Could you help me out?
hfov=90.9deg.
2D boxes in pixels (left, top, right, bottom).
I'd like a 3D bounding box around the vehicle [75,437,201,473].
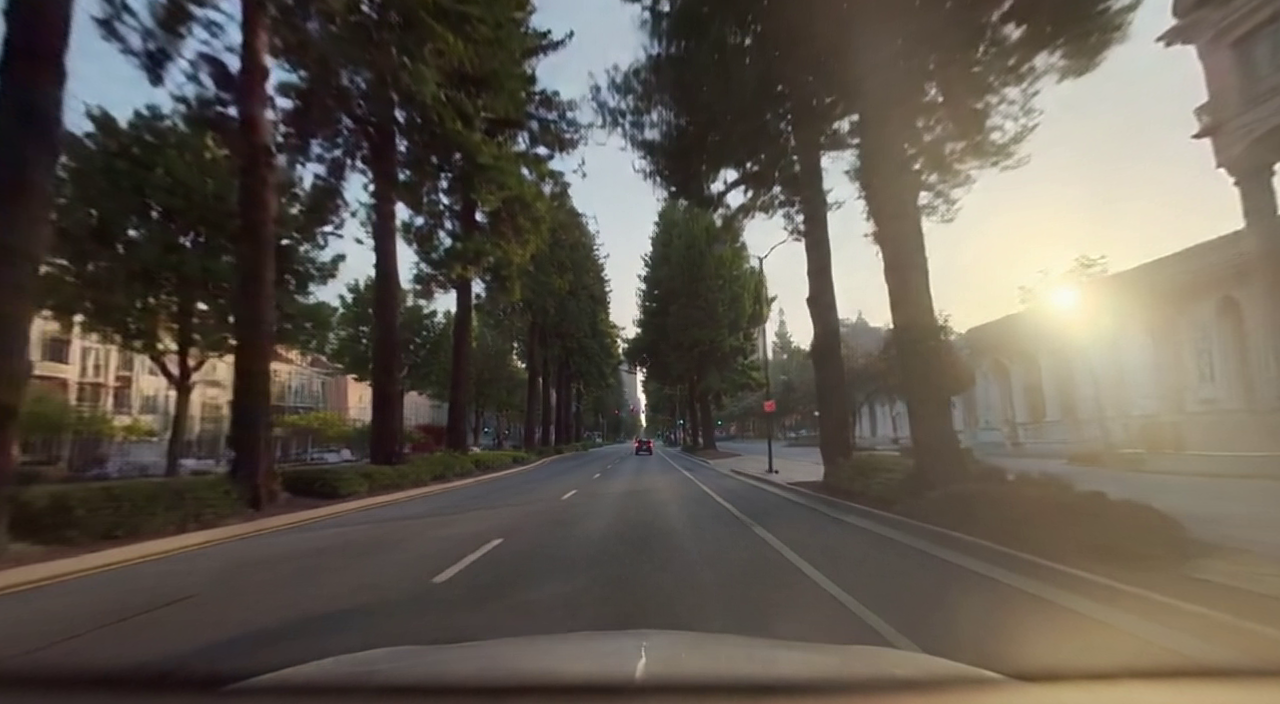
[{"bbox_3d":[-36.399,7.478,46.000,2.132,2.424,6.702,-5,-10,31],"label":"vehicle"}]
